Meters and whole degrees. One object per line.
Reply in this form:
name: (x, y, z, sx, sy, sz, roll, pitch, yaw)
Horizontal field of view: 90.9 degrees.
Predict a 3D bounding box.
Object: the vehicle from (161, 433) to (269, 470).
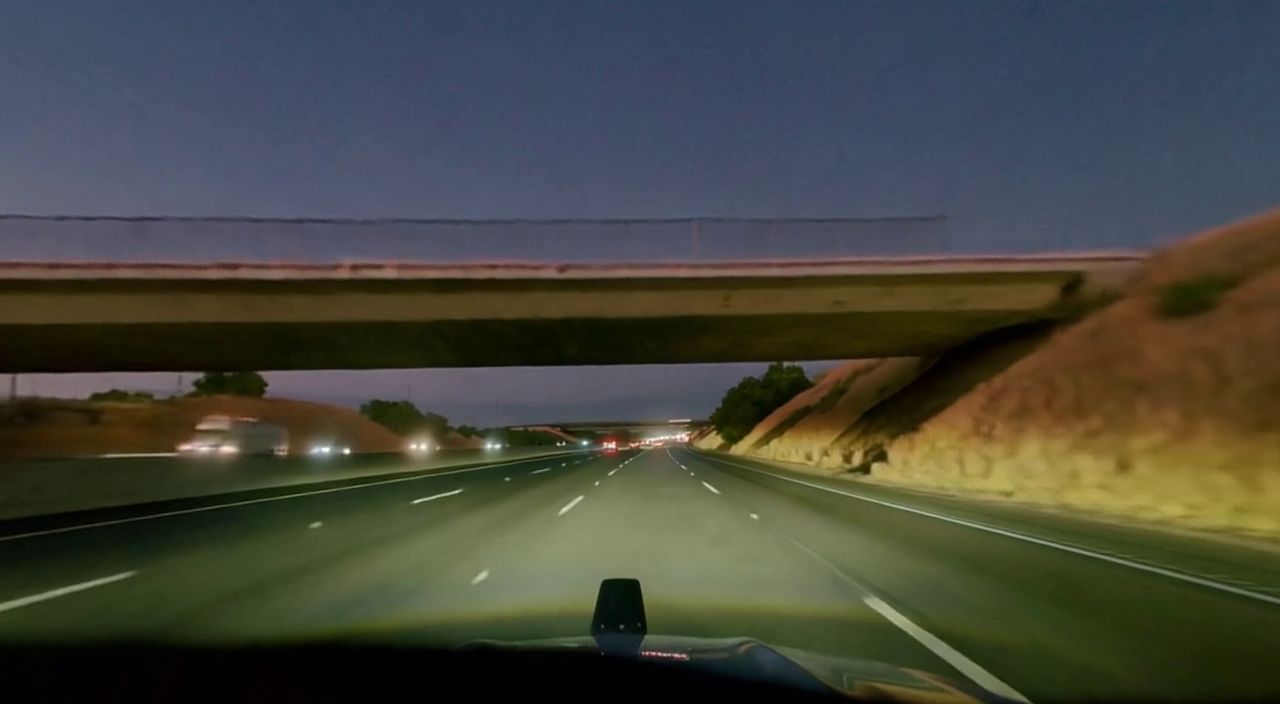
vehicle: (-24.140, 5.699, 36.187, 2.214, 1.904, 5.607, -1, -9, 1)
